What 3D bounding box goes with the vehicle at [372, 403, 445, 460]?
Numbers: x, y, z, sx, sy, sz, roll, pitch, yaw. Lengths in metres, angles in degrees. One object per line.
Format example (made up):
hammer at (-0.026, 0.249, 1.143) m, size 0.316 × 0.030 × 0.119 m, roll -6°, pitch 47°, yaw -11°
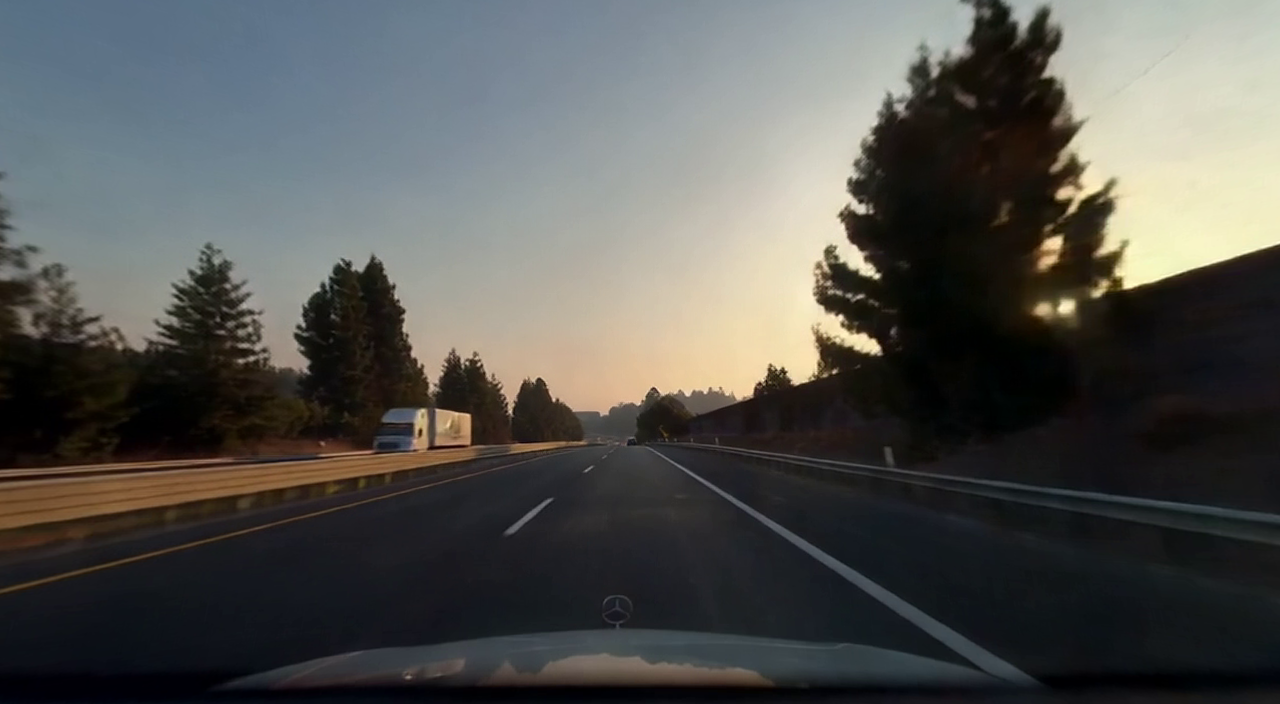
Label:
vehicle at (-17.008, 5.910, 46.871) m, size 3.172 × 3.915 × 5.914 m, roll 0°, pitch -8°, yaw -1°
